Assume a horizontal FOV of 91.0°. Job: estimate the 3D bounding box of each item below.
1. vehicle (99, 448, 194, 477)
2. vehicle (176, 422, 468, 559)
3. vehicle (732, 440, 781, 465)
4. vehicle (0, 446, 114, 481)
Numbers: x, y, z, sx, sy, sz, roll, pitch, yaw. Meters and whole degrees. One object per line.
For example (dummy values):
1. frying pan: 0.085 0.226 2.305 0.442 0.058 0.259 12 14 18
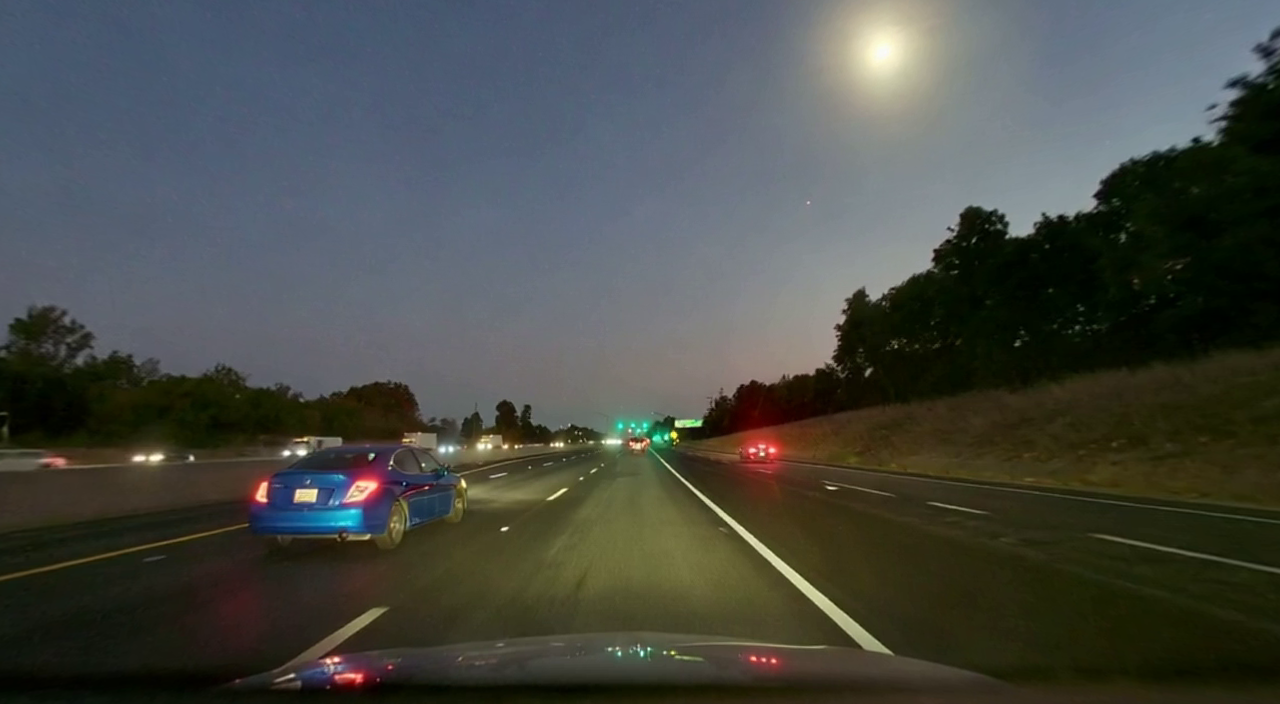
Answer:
1. vehicle: -28.813 6.424 36.937 1.872 1.599 4.463 0 -9 1
2. vehicle: -4.190 1.895 9.354 1.987 1.516 4.478 0 -9 0
3. vehicle: 7.368 6.423 40.281 2.049 1.481 4.774 0 -9 -2
4. vehicle: -32.671 6.173 35.174 1.982 1.783 5.261 0 -9 -1
